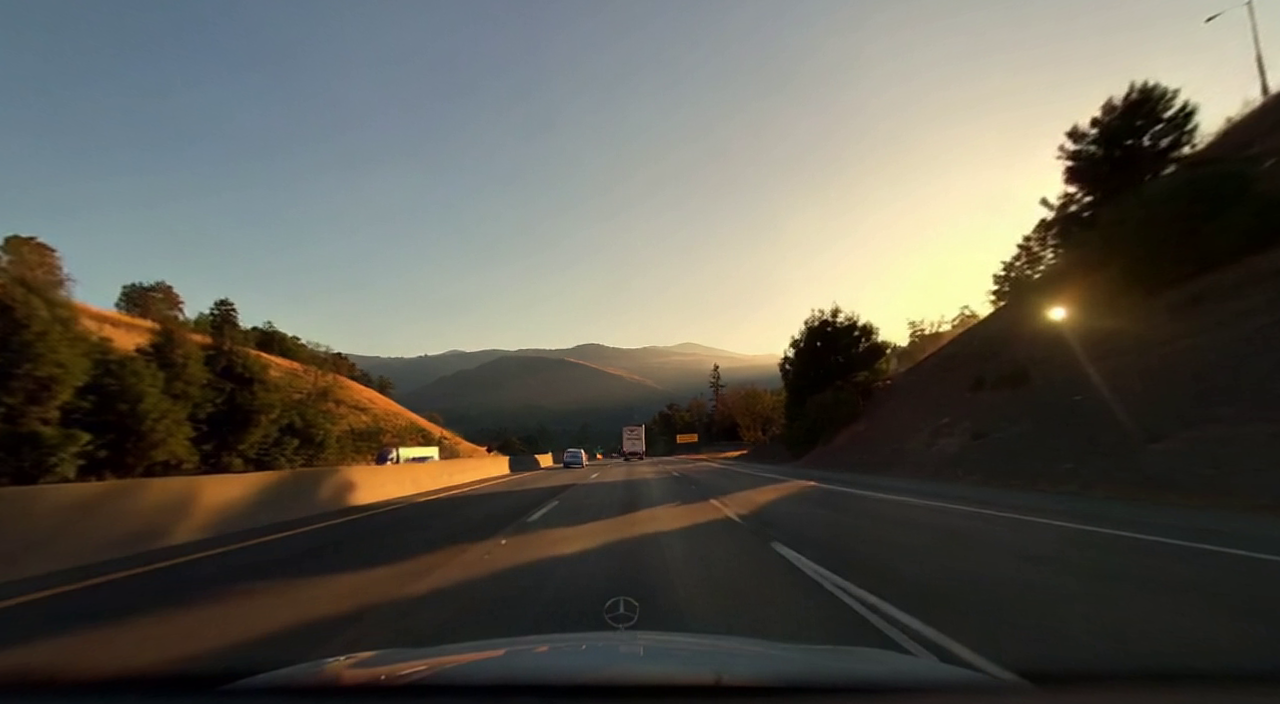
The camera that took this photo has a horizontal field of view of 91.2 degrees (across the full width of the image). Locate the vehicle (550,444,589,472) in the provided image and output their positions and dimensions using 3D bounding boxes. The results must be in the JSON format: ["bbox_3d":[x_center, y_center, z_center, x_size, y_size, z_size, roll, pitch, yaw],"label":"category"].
[{"bbox_3d":[-4.536,6.903,40.896,2.099,1.651,4.397,0,-9,-1],"label":"vehicle"}]
